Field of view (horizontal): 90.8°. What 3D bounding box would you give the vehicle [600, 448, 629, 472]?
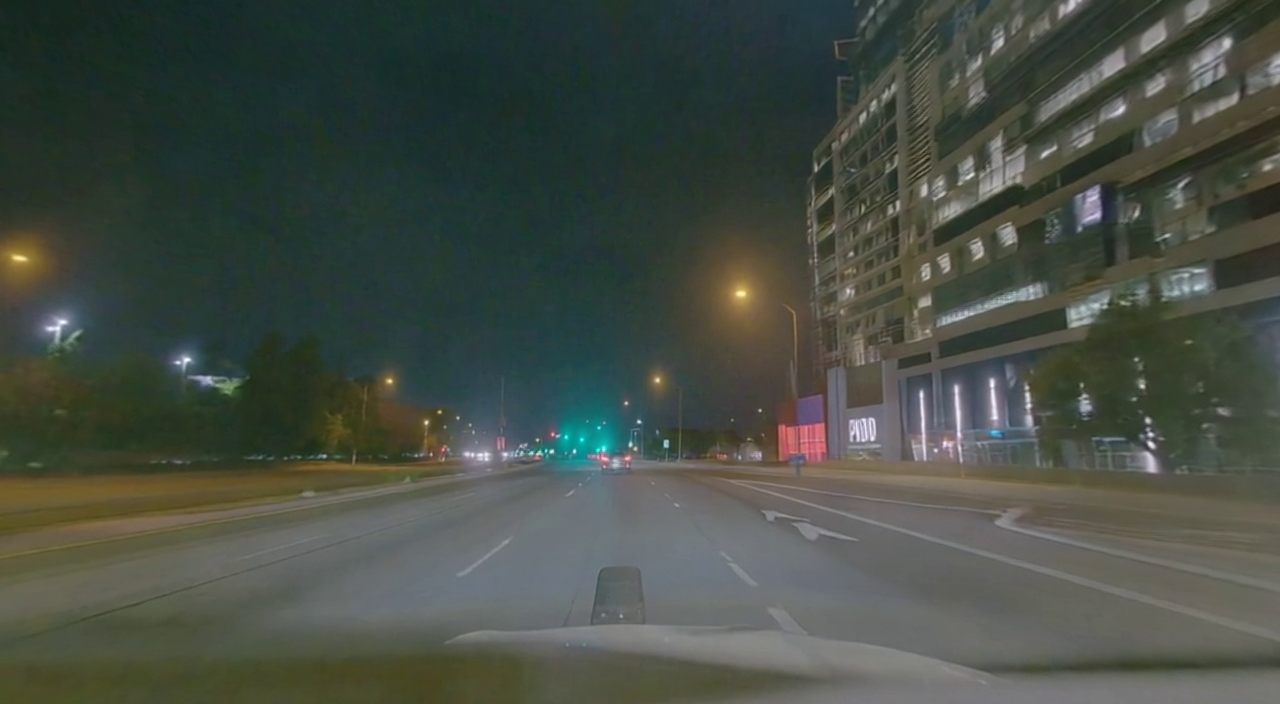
[{"bbox_3d":[-1.946,8.072,47.378,2.038,1.682,3.844,0,-8,-4],"label":"vehicle"}]
